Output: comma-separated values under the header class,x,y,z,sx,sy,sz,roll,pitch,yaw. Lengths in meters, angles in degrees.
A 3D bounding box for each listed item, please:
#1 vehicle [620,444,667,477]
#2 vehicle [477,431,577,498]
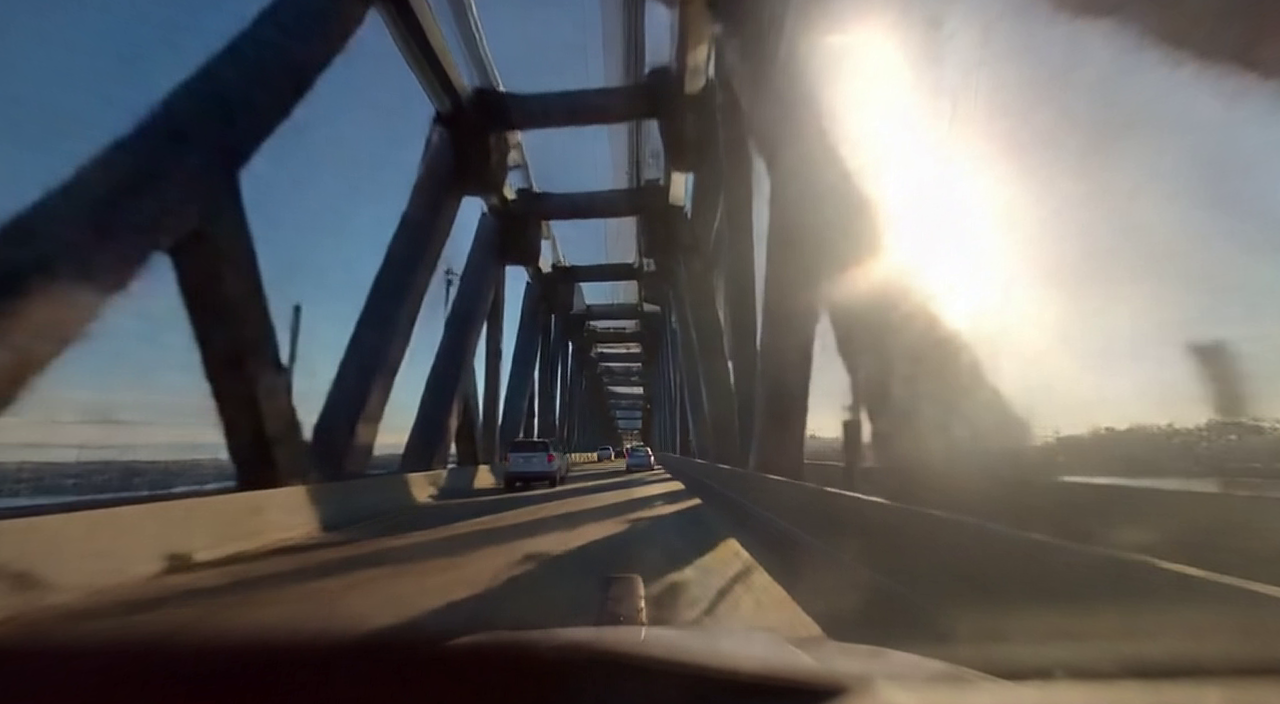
class,x,y,z,sx,sy,sz,roll,pitch,yaw
vehicle,0.153,5.140,30.110,2.048,1.450,3.973,0,-9,0
vehicle,-3.350,3.461,19.820,2.190,1.807,4.741,0,-9,1
